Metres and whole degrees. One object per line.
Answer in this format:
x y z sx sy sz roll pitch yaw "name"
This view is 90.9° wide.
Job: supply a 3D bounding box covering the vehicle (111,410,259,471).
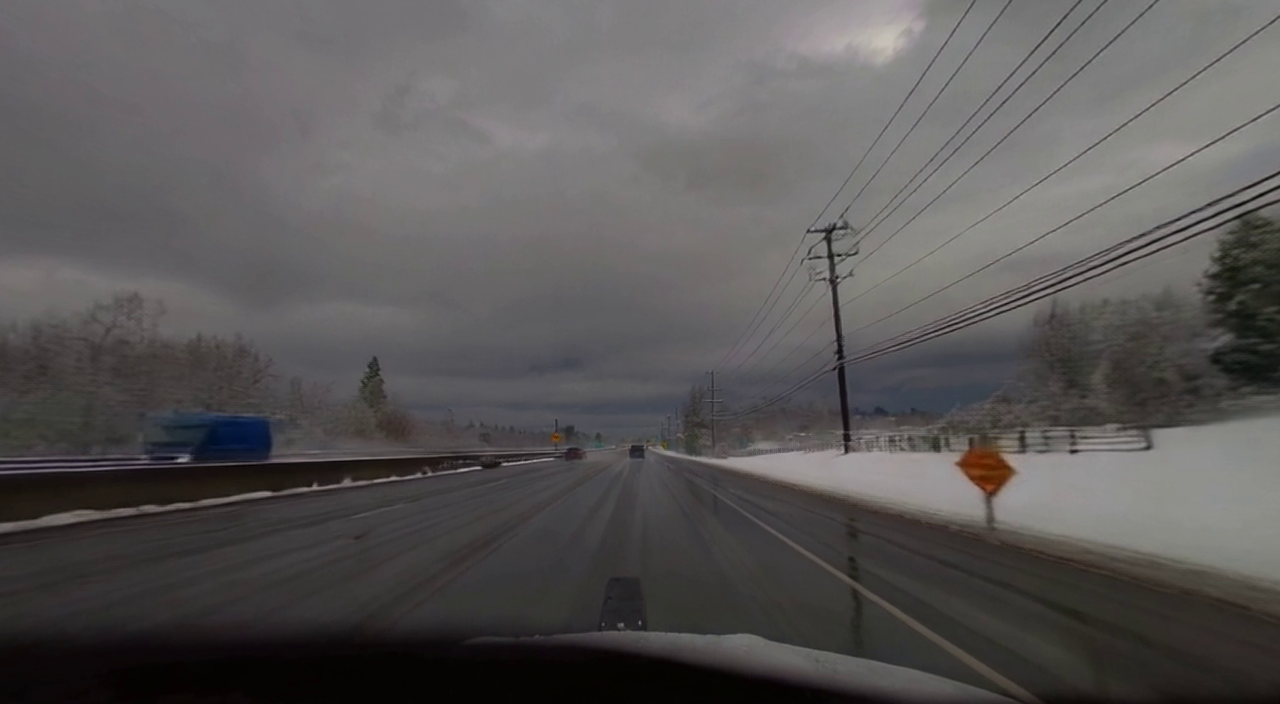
-18.921 3.768 26.658 2.217 2.296 5.314 0 -9 0 "vehicle"
